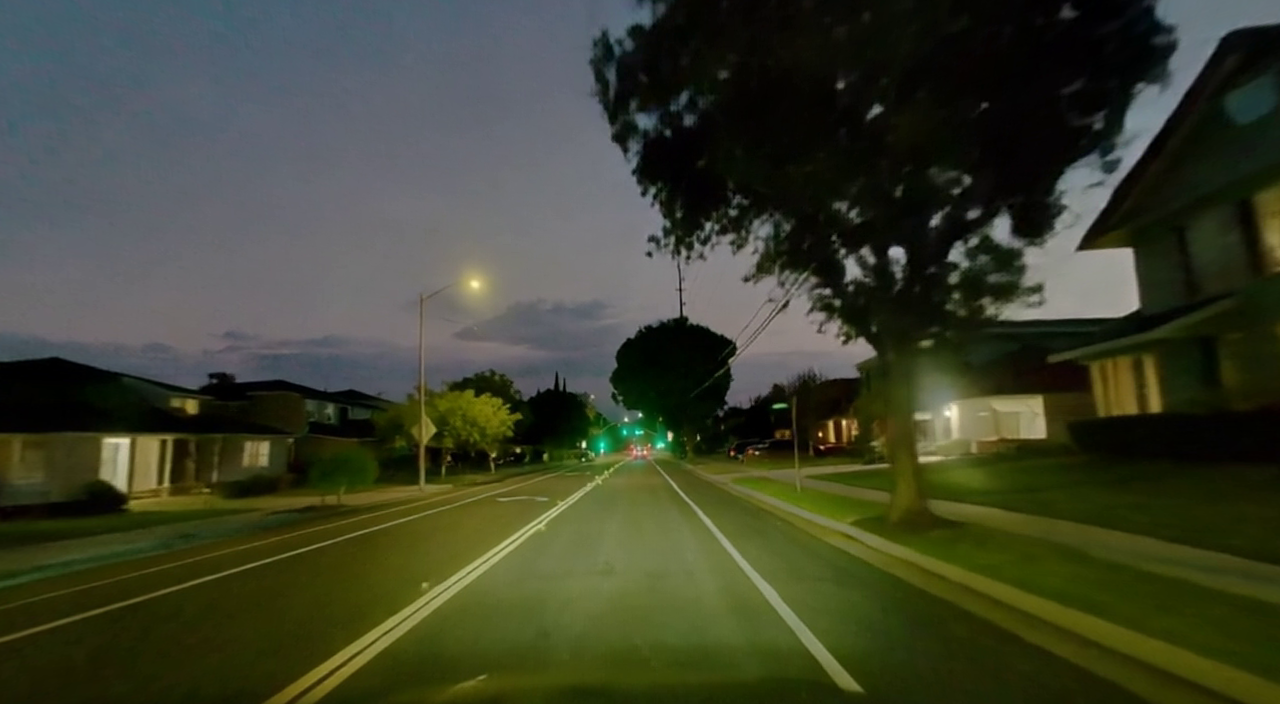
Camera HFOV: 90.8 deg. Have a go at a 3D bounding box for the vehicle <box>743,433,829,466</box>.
[{"bbox_3d":[8.948,6.012,38.987,4.747,1.942,2.158,0,-9,0],"label":"vehicle"}]
